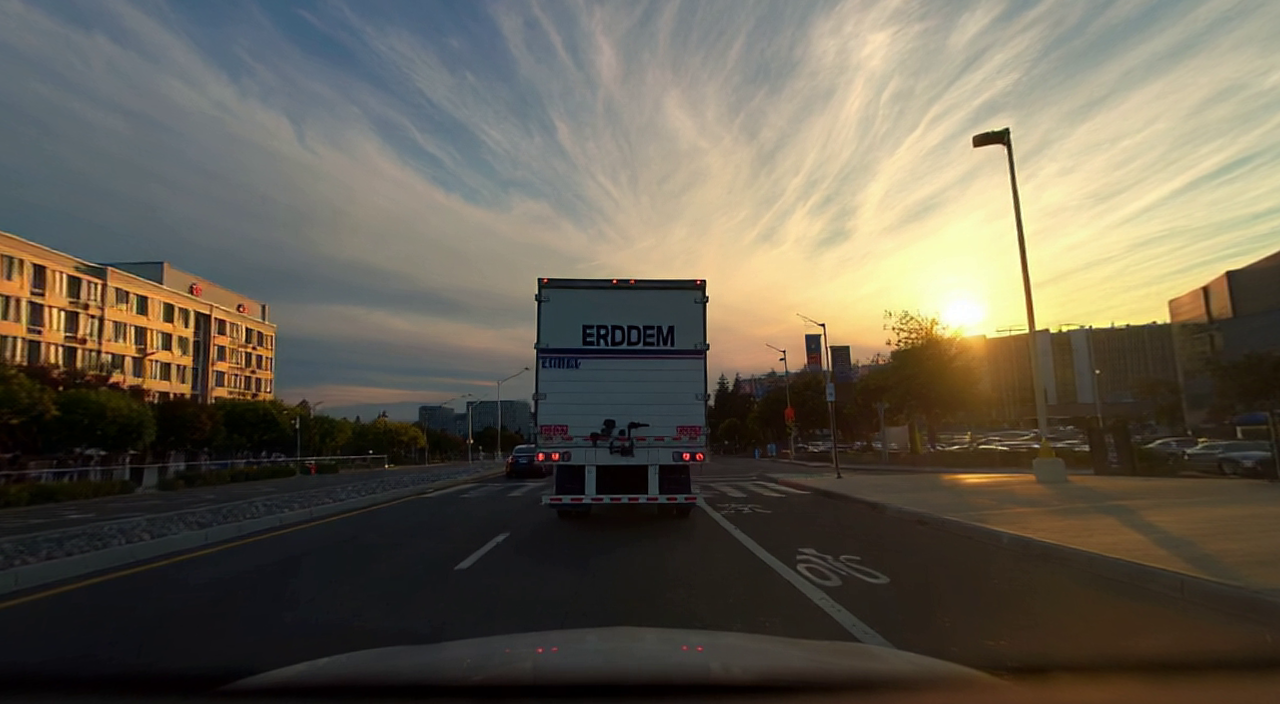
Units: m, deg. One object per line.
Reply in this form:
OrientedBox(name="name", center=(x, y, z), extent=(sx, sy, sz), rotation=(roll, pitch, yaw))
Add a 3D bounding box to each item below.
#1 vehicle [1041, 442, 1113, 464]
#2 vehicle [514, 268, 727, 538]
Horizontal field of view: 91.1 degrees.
OrientedBox(name="vehicle", center=(31.353, 7.222, 45.174), extent=(1.652, 1.423, 3.797), rotation=(5, -9, -36))
OrientedBox(name="vehicle", center=(-0.215, 1.281, 13.373), extent=(2.876, 3.724, 9.351), rotation=(0, -8, 1))
